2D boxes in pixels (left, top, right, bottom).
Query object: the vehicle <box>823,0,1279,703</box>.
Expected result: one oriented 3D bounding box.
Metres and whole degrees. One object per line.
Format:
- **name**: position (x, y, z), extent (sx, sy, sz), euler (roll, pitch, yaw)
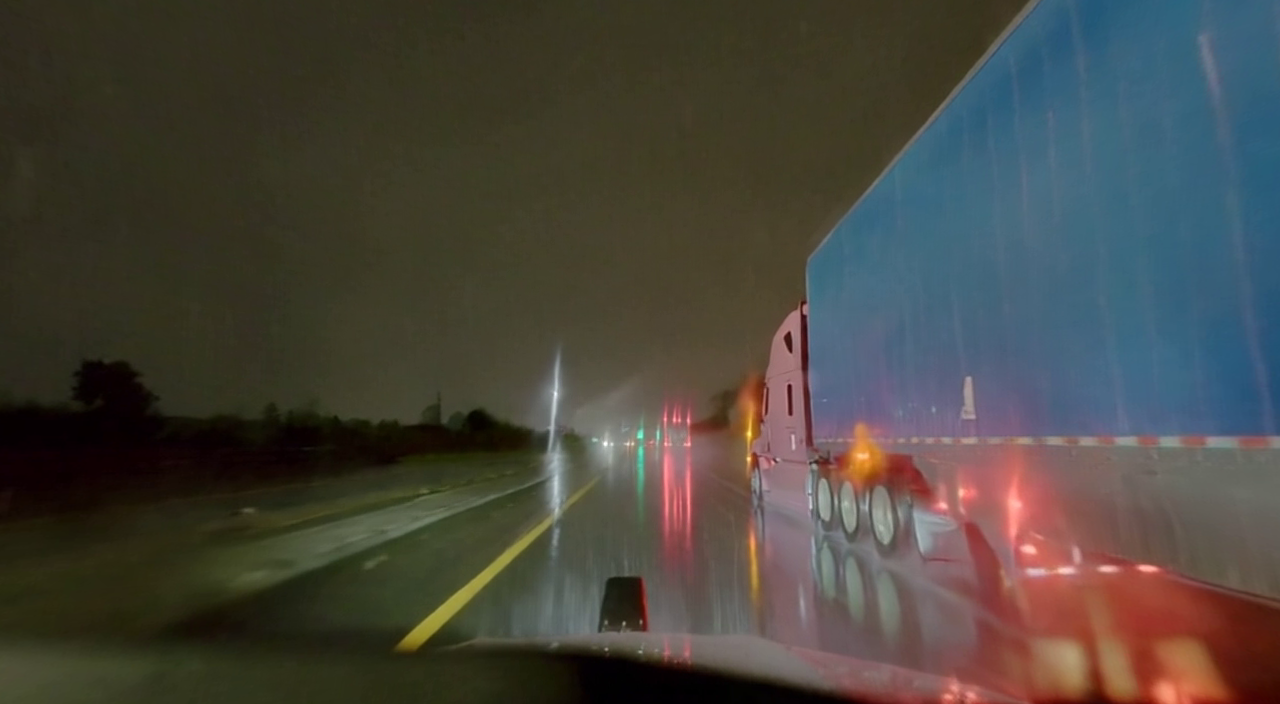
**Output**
- **vehicle**: position (3.987, -0.388, 0.244), extent (2.976, 4.114, 16.788), euler (0, -8, 1)
